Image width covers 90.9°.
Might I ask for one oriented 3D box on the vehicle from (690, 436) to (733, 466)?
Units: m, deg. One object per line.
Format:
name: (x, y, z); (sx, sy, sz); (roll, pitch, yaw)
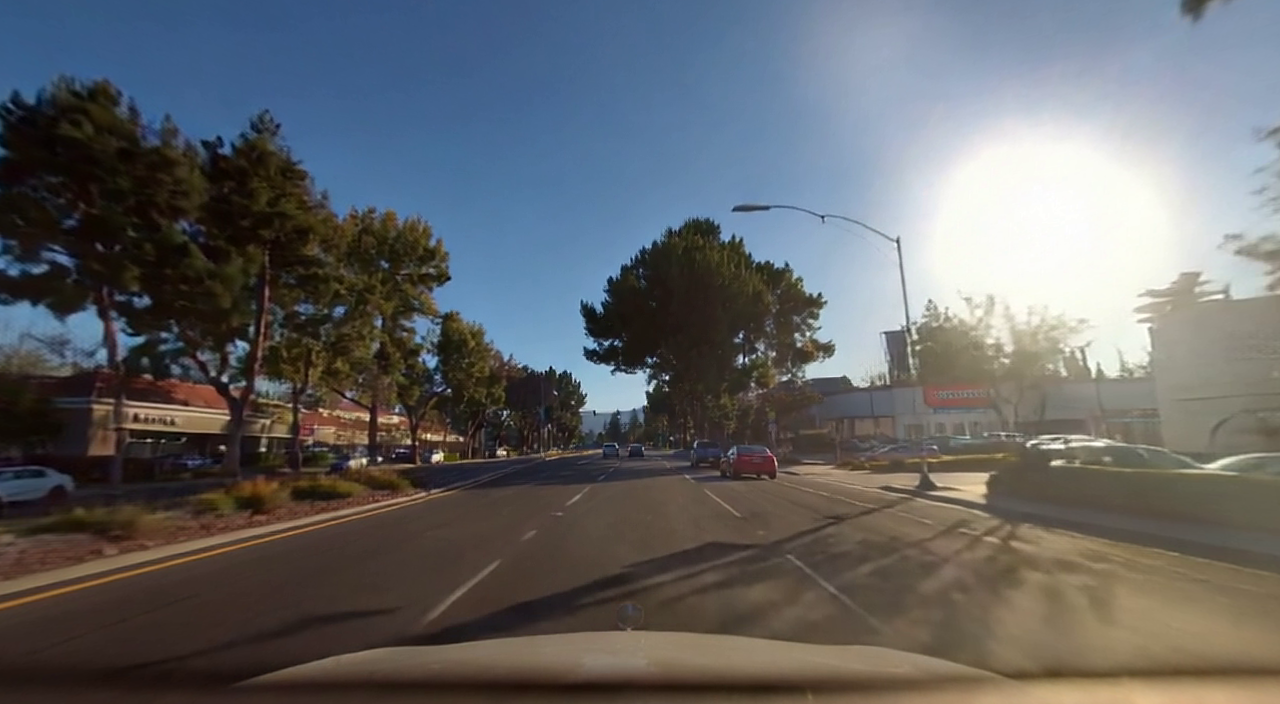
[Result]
vehicle: (4.673, 6.540, 41.755); (2.140, 1.921, 4.431); (0, -8, -2)

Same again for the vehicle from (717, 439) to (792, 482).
vehicle: (4.209, 4.066, 23.911); (1.916, 1.459, 4.335); (0, -8, -1)

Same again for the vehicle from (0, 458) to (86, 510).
vehicle: (-22.411, 4.635, 22.131); (1.997, 1.637, 4.386); (-2, -8, -2)

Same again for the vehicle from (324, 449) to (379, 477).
vehicle: (-22.244, 8.525, 48.778); (2.058, 1.837, 4.990); (-3, -8, -2)

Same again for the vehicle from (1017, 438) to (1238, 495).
vehicle: (14.328, 3.384, 18.755); (4.909, 1.463, 1.924); (-2, -9, 0)

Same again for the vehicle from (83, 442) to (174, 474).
vehicle: (-34.655, 7.154, 42.912); (2.171, 1.952, 4.970); (-1, -9, -3)

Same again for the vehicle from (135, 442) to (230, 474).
vehicle: (-31.227, 7.191, 43.333); (2.217, 1.969, 5.932); (-1, -8, -1)
